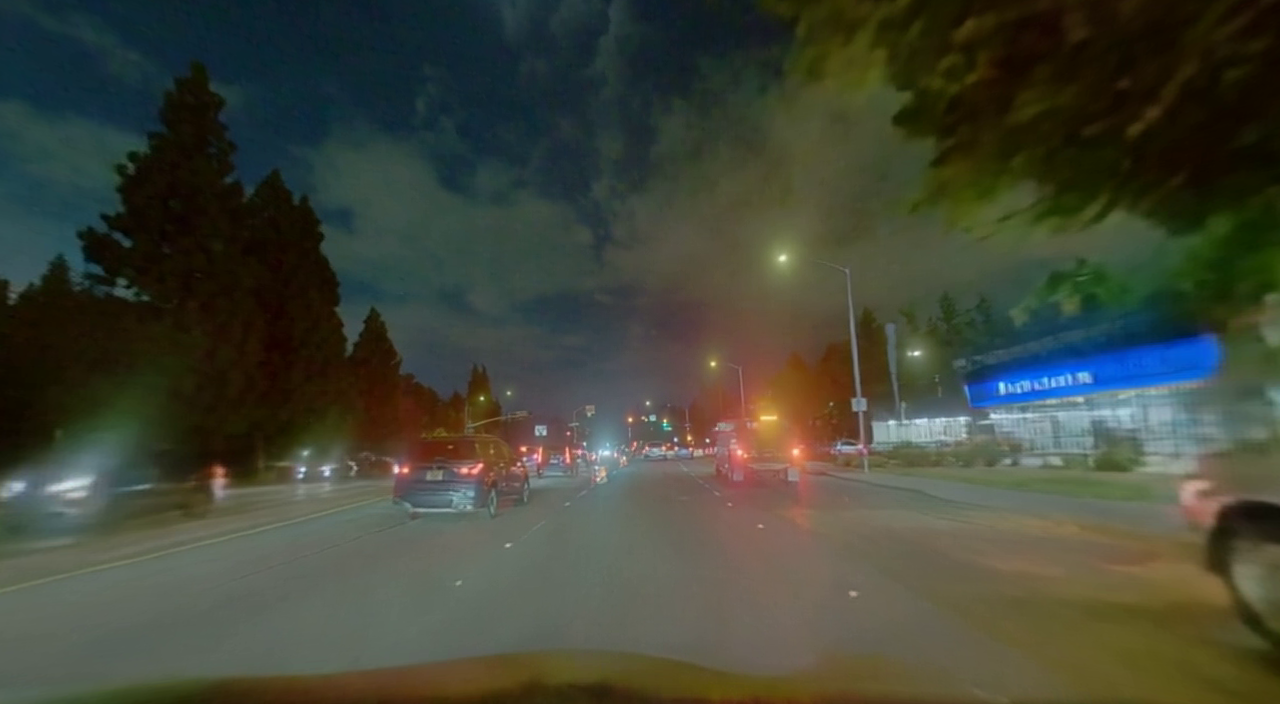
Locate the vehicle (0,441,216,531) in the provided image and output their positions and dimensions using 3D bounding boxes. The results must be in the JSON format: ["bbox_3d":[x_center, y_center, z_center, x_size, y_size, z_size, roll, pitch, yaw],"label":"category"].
[{"bbox_3d":[-12.496,2.986,14.753,1.920,1.758,4.452,0,-8,1],"label":"vehicle"}]

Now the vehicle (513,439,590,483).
[{"bbox_3d":[-3.218,4.066,23.894,2.107,1.482,4.674,0,-8,2],"label":"vehicle"}]

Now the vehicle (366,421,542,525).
[{"bbox_3d":[-3.399,2.308,12.562,2.038,1.682,4.399,0,-8,2],"label":"vehicle"}]

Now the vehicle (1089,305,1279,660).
[{"bbox_3d":[5.349,0.566,2.200,2.653,2.231,6.793,0,-8,1],"label":"vehicle"}]

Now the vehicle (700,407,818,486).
[{"bbox_3d":[4.091,3.546,23.758,2.760,2.465,7.936,0,-8,-1],"label":"vehicle"}]

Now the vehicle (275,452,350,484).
[{"bbox_3d":[-19.306,6.831,37.406,1.874,1.671,4.568,0,-8,1],"label":"vehicle"}]
